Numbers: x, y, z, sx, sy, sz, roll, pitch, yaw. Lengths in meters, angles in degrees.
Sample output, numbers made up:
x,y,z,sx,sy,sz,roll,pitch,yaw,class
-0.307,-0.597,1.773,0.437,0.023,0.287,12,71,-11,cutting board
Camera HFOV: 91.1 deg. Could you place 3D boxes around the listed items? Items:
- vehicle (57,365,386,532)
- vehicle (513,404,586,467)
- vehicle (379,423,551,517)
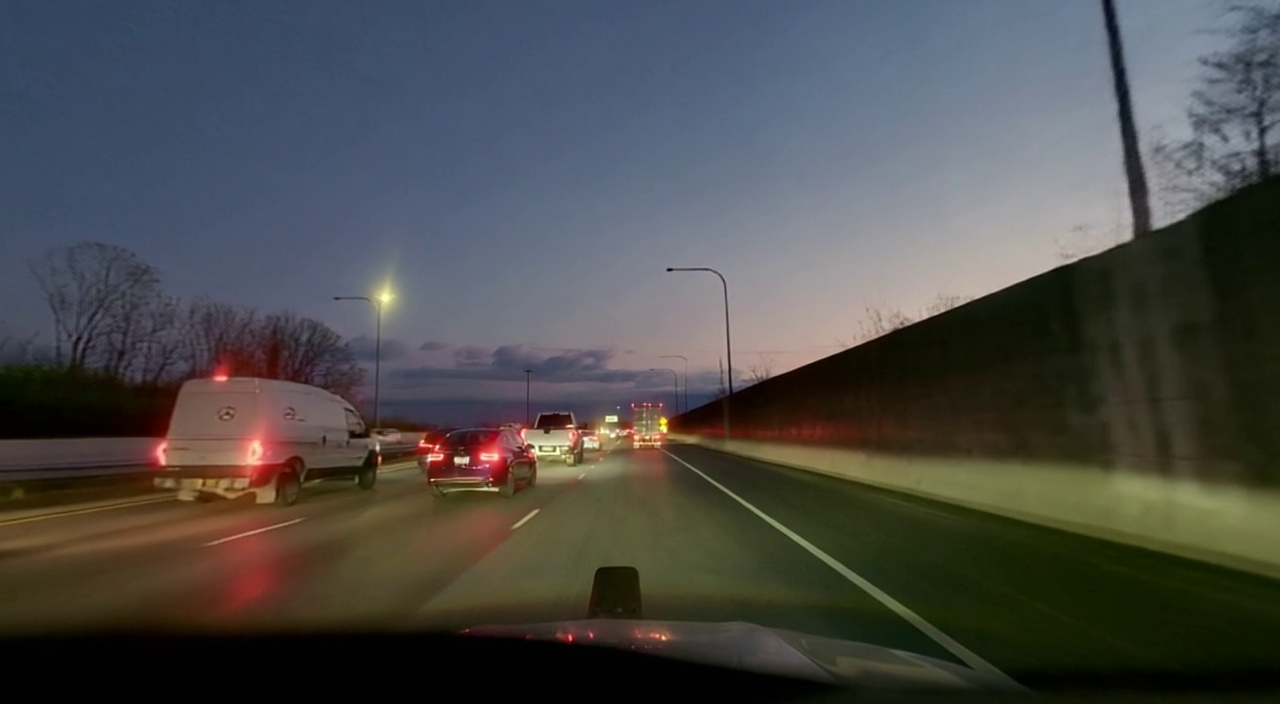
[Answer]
x,y,z,sx,sy,sz,roll,pitch,yaw,class
-7.311,1.792,12.174,2.386,2.435,5.831,0,-8,-1,vehicle
-3.859,3.721,27.947,2.427,2.514,5.159,0,-8,0,vehicle
-3.108,2.174,12.221,2.089,1.485,4.153,0,-8,1,vehicle
